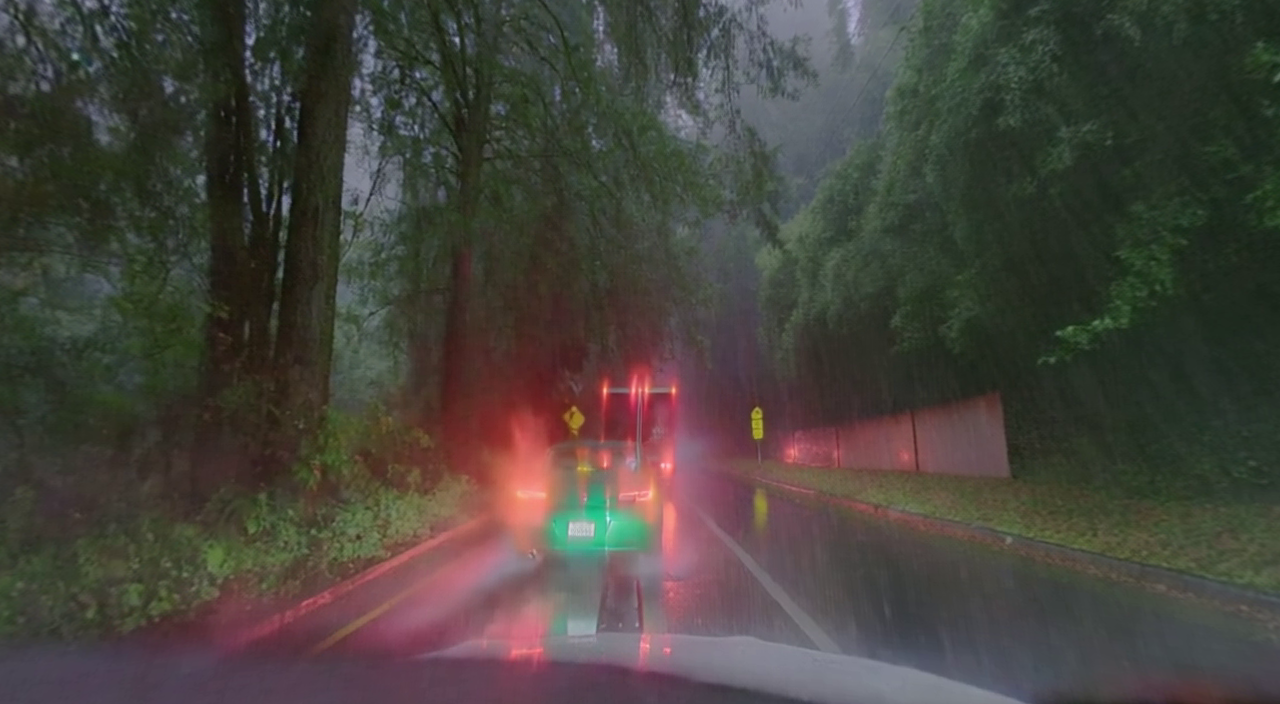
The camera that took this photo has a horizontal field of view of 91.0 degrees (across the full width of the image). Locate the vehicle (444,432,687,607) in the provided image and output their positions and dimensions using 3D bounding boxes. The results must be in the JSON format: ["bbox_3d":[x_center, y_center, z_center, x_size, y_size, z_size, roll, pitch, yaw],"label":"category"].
[{"bbox_3d":[-0.633,1.751,7.510,2.076,1.490,4.078,0,-9,0],"label":"vehicle"}]
